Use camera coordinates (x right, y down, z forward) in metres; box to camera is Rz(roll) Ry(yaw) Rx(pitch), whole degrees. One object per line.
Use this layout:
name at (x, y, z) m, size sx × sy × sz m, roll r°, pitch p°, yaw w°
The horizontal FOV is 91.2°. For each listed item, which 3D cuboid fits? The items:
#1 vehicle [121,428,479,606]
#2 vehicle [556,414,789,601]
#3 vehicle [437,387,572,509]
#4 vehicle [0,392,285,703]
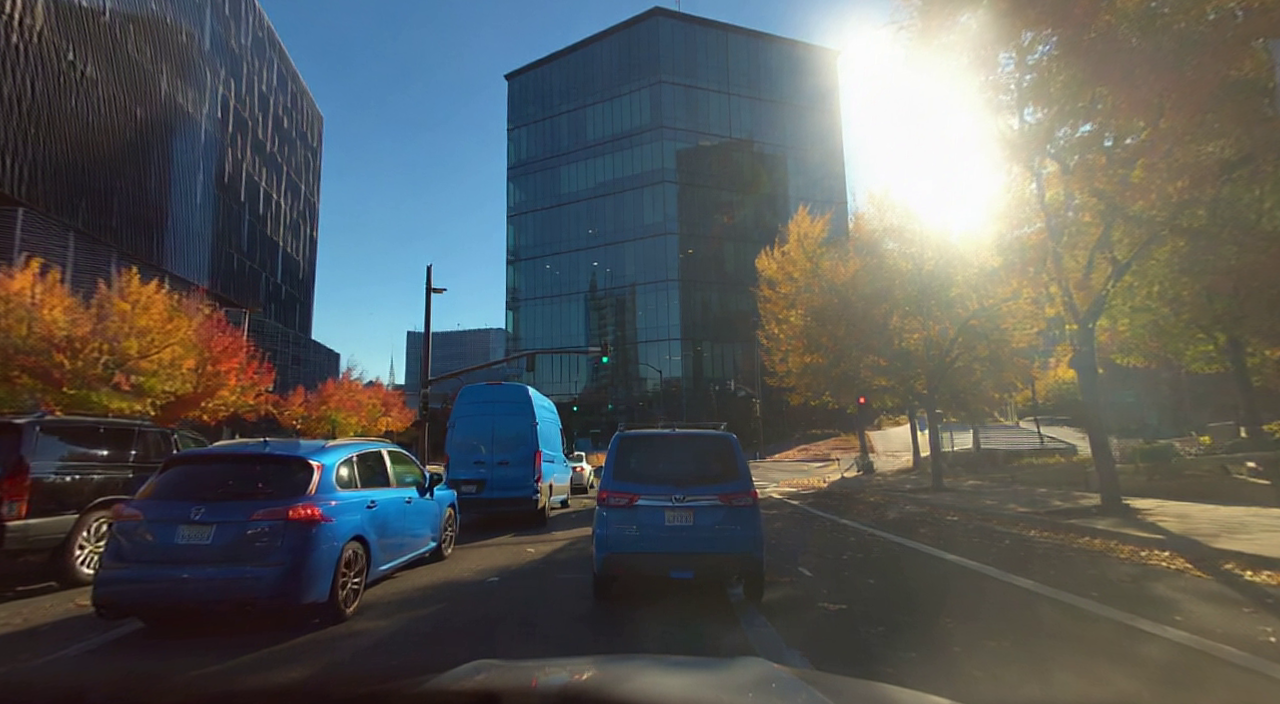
vehicle at (-3.481, 1.756, 7.566) m, size 1.955 × 1.499 × 4.223 m, roll 0°, pitch -9°, yaw 0°
vehicle at (0.195, 1.606, 7.224) m, size 1.979 × 1.562 × 3.630 m, roll 0°, pitch -9°, yaw -3°
vehicle at (-3.265, 2.529, 16.612) m, size 2.343 × 2.635 × 5.684 m, roll 0°, pitch -9°, yaw 0°
vehicle at (-2.908, 0.820, 1.517) m, size 1.893 × 1.491 × 3.798 m, roll 0°, pitch -9°, yaw -1°
